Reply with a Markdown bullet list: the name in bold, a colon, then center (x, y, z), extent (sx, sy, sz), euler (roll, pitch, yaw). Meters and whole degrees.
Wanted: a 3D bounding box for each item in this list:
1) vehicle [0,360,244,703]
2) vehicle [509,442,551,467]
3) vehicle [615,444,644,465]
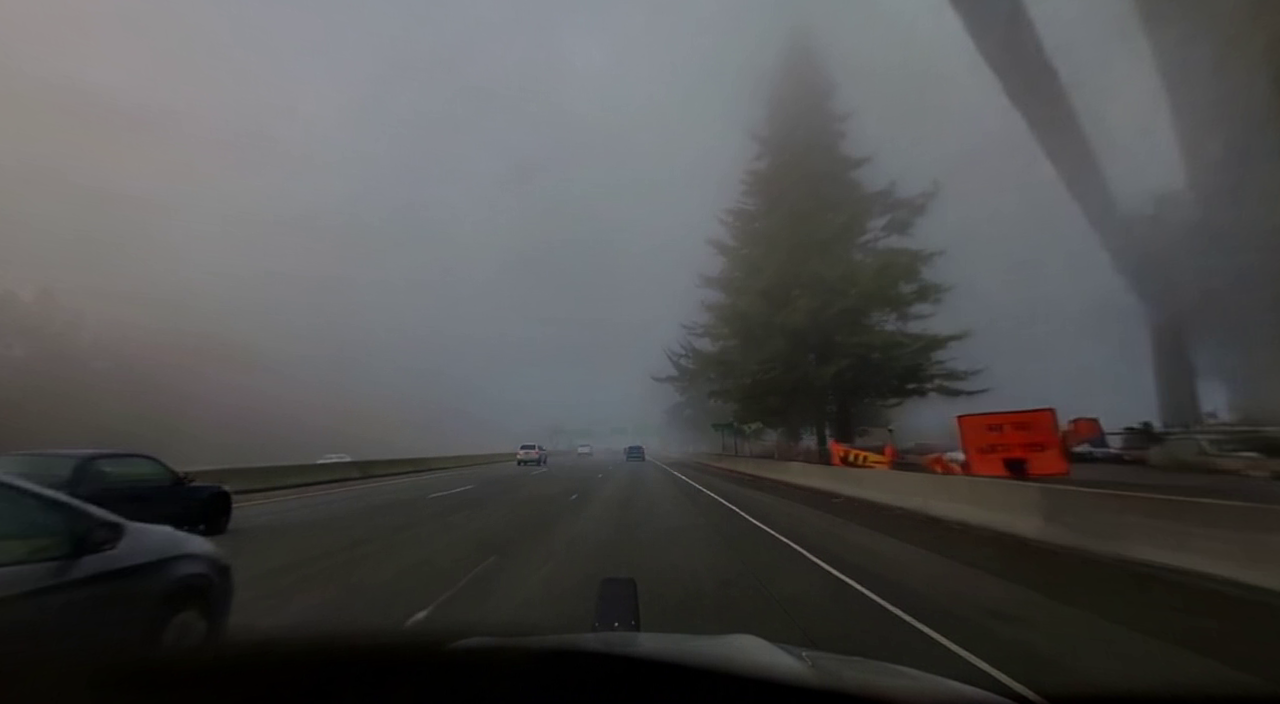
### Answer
- **vehicle**: center (-3.507, 0.769, 1.819), extent (2.024, 1.655, 4.192), euler (0, -9, -1)
- **vehicle**: center (-7.573, 7.091, 43.751), extent (2.128, 1.604, 4.279), euler (0, -8, 0)
- **vehicle**: center (-0.738, 7.537, 46.714), extent (2.051, 1.459, 4.092), euler (0, -8, -1)
